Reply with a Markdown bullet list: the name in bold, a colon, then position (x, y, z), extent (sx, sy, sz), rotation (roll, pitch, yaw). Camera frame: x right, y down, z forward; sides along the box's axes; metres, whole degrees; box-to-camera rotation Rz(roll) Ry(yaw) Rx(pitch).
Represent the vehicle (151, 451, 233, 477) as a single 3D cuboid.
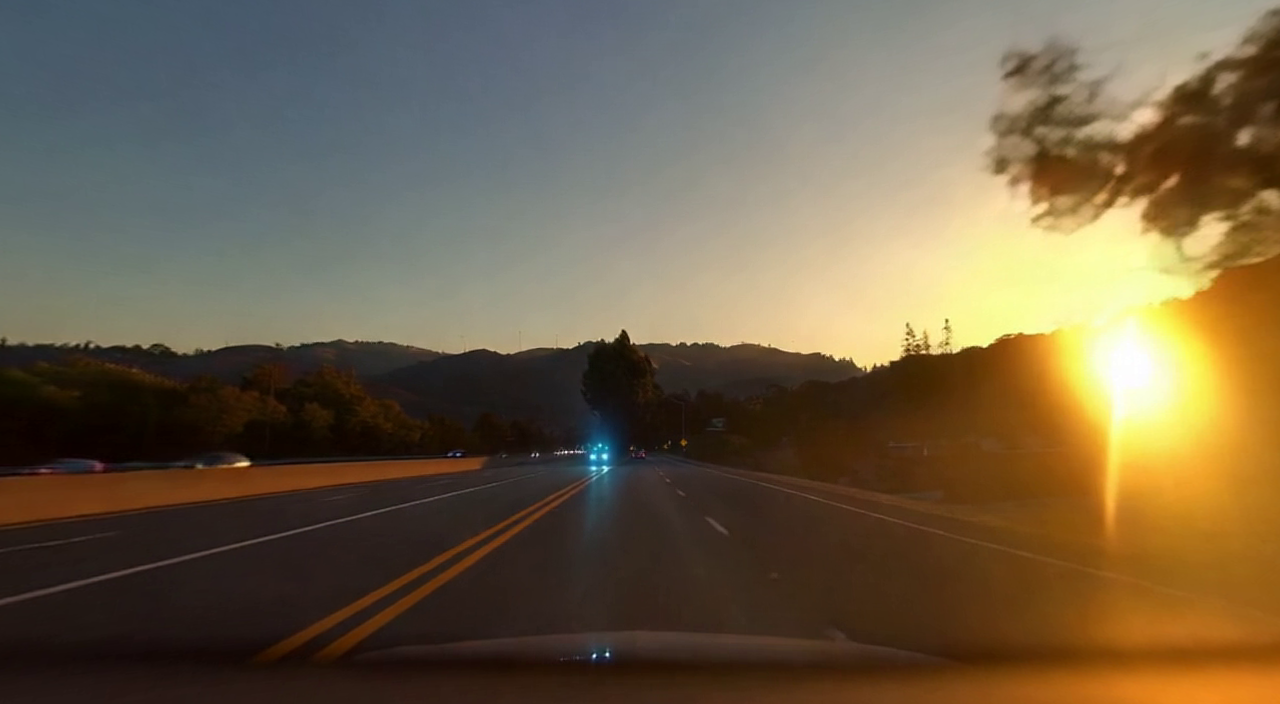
- **vehicle**: position (-26.719, 6.663, 37.803), extent (1.823, 1.419, 4.145), rotation (0, -9, 0)
